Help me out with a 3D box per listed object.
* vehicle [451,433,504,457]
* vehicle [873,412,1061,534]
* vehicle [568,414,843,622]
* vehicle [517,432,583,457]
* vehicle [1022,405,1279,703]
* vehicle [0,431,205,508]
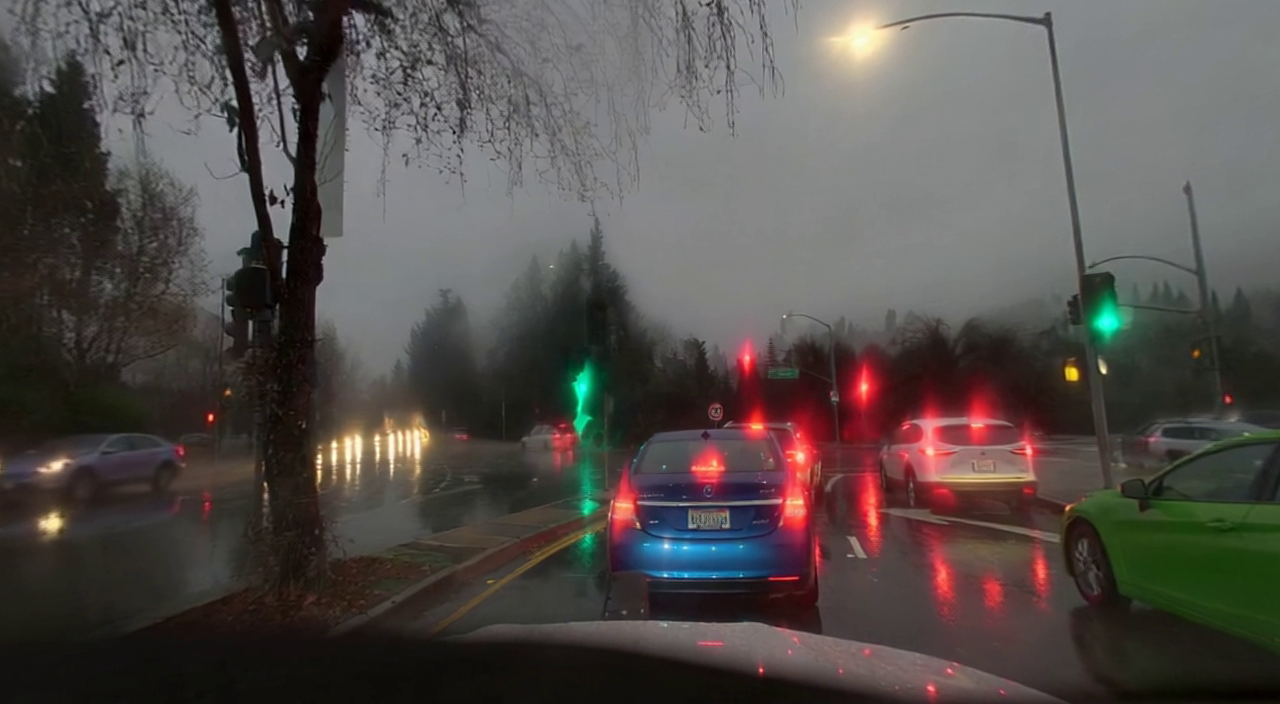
[{"bbox_3d":[-12.511,7.123,48.186,1.972,1.705,4.457,8,-11,-44],"label":"vehicle"},{"bbox_3d":[5.519,2.054,11.296,2.102,1.717,4.373,-2,-9,16],"label":"vehicle"},{"bbox_3d":[0.844,1.500,6.694,2.052,1.483,3.928,-2,-8,12],"label":"vehicle"},{"bbox_3d":[-6.005,6.109,41.533,1.932,1.573,4.509,8,-12,-44],"label":"vehicle"},{"bbox_3d":[4.239,1.061,3.378,1.954,1.508,4.441,-1,-8,6],"label":"vehicle"},{"bbox_3d":[-12.266,2.601,14.451,1.976,1.458,4.645,2,-8,-12],"label":"vehicle"}]
